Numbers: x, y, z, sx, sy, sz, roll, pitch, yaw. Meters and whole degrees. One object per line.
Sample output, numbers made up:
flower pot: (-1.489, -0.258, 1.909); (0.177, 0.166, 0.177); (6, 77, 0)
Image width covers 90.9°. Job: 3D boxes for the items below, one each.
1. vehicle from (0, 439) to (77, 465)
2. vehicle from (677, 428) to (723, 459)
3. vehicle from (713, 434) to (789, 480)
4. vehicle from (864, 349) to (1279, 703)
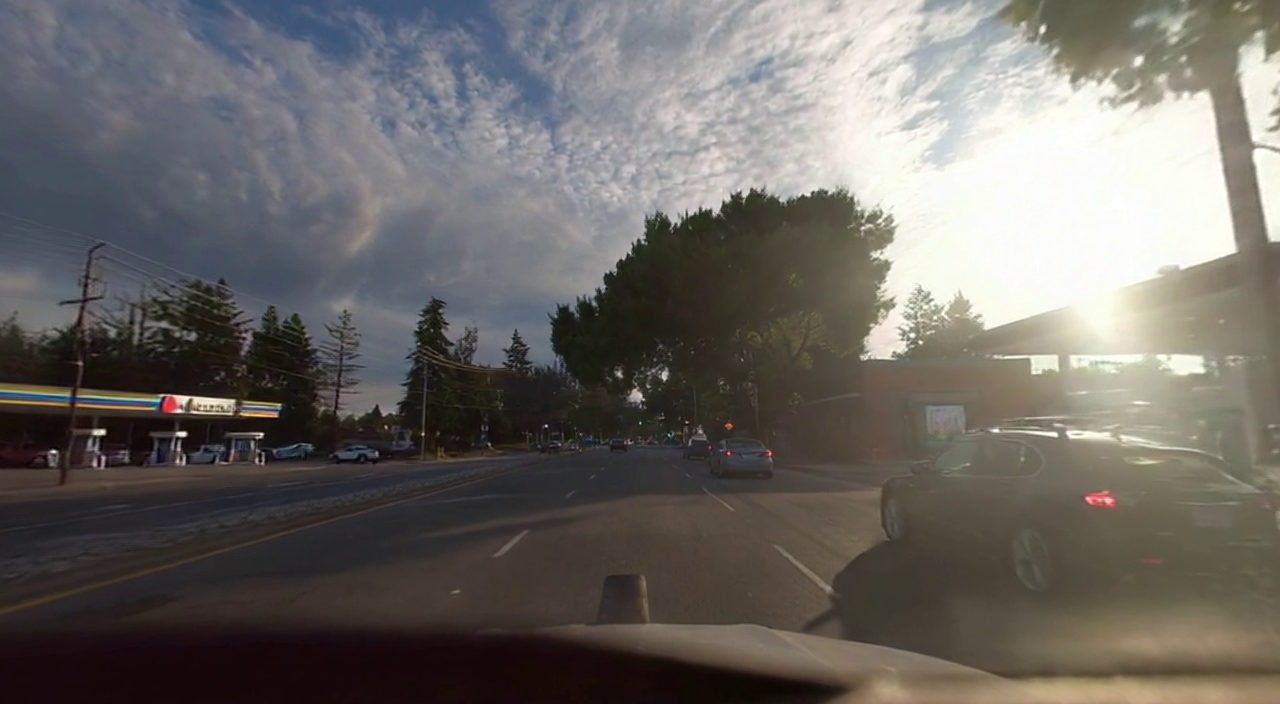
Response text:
vehicle: (-37.160, 6.140, 38.900); (2.003, 1.531, 4.062); (3, -9, -19)
vehicle: (3.952, 6.222, 42.826); (2.611, 1.983, 5.165); (0, -8, 0)
vehicle: (3.730, 3.602, 21.895); (1.871, 1.442, 4.122); (0, -8, 0)
vehicle: (3.614, 1.163, 4.935); (1.875, 1.665, 4.931); (0, -8, 0)
